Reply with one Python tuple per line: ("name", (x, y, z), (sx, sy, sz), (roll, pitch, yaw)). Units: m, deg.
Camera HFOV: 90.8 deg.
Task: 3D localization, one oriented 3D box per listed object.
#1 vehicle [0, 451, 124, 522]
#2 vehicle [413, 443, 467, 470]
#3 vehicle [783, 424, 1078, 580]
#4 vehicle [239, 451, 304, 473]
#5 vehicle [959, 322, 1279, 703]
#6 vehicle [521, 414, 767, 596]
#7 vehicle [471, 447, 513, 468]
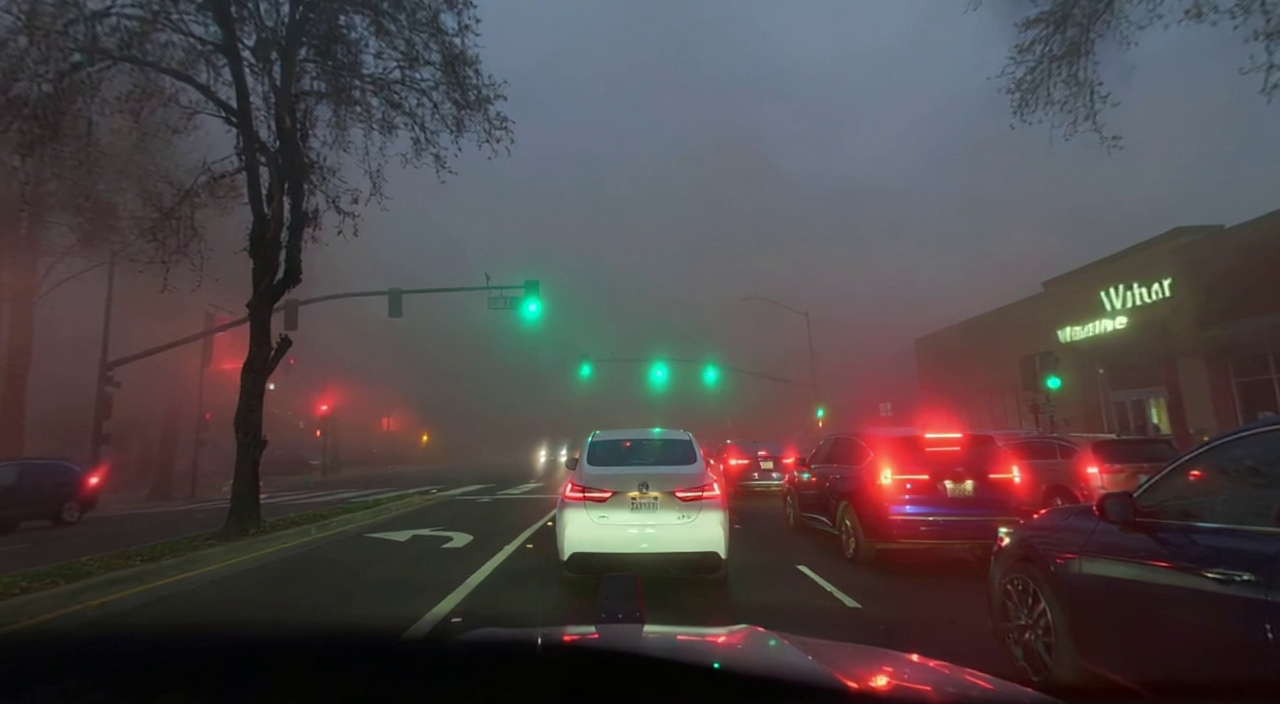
("vehicle", (-15.784, 3.254, 15.440), (2.269, 1.604, 4.265), (-2, -9, 13))
("vehicle", (-15.080, 7.900, 48.037), (2.395, 1.903, 4.860), (-1, -9, 1))
("vehicle", (3.321, 1.782, 8.323), (1.865, 1.496, 4.170), (0, -9, 0))
("vehicle", (-28.588, 8.537, 49.174), (4.205, 1.541, 1.780), (4, -10, -28))
("vehicle", (2.978, 0.693, 1.571), (2.075, 1.661, 4.401), (0, -9, 1))
("vehicle", (0.011, 1.632, 7.502), (2.154, 1.577, 3.723), (0, -9, -1))
("vehicle", (-11.256, 8.007, 48.240), (2.099, 1.478, 4.411), (0, -9, 0))
